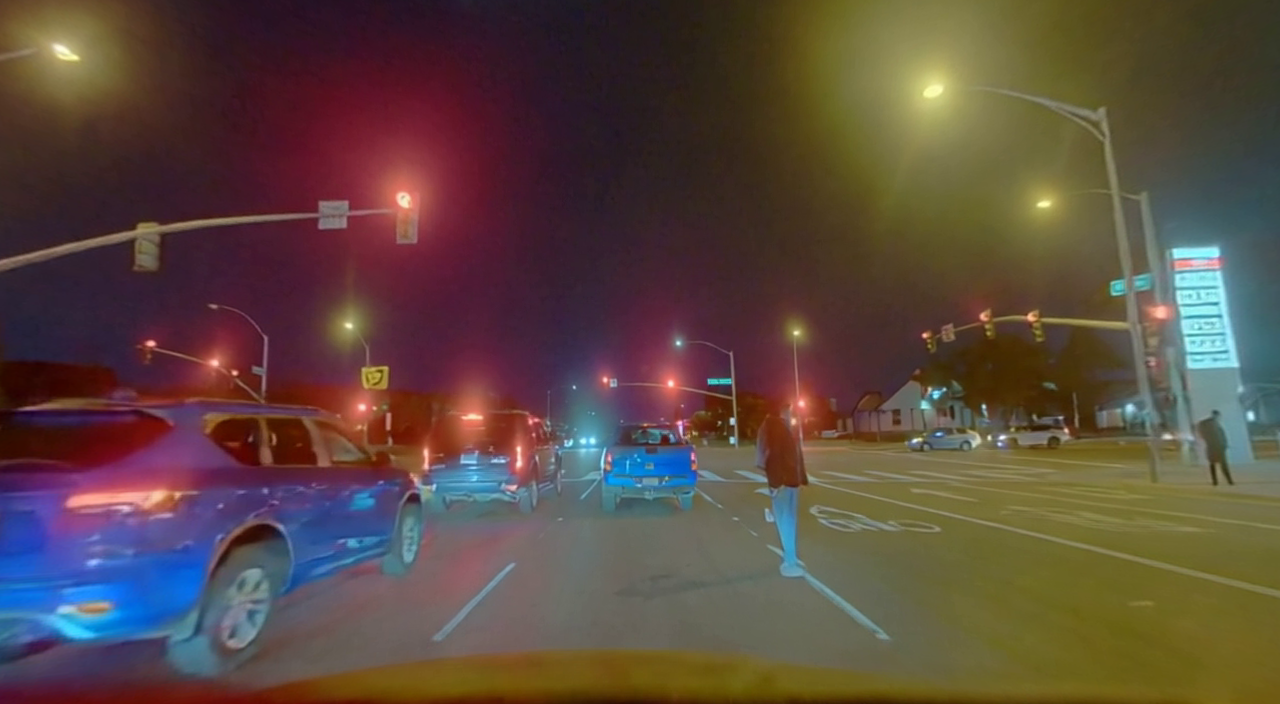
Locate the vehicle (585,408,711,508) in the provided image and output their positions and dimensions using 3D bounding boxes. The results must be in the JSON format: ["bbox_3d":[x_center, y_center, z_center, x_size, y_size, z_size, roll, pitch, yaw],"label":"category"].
[{"bbox_3d":[0.099,2.197,13.389,2.204,1.738,4.690,0,-8,-1],"label":"vehicle"}]

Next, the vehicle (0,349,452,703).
[{"bbox_3d":[-3.278,1.154,5.149,2.006,1.707,4.448,0,-8,1],"label":"vehicle"}]

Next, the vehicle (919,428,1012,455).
[{"bbox_3d":[19.742,5.435,38.232,4.624,1.601,1.871,0,-8,-2],"label":"vehicle"}]

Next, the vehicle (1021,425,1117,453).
[{"bbox_3d":[28.383,5.763,41.585,4.849,1.759,2.041,0,-8,-2],"label":"vehicle"}]

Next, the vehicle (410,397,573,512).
[{"bbox_3d":[-2.773,2.091,13.104,2.220,1.926,4.870,0,-8,0],"label":"vehicle"}]
